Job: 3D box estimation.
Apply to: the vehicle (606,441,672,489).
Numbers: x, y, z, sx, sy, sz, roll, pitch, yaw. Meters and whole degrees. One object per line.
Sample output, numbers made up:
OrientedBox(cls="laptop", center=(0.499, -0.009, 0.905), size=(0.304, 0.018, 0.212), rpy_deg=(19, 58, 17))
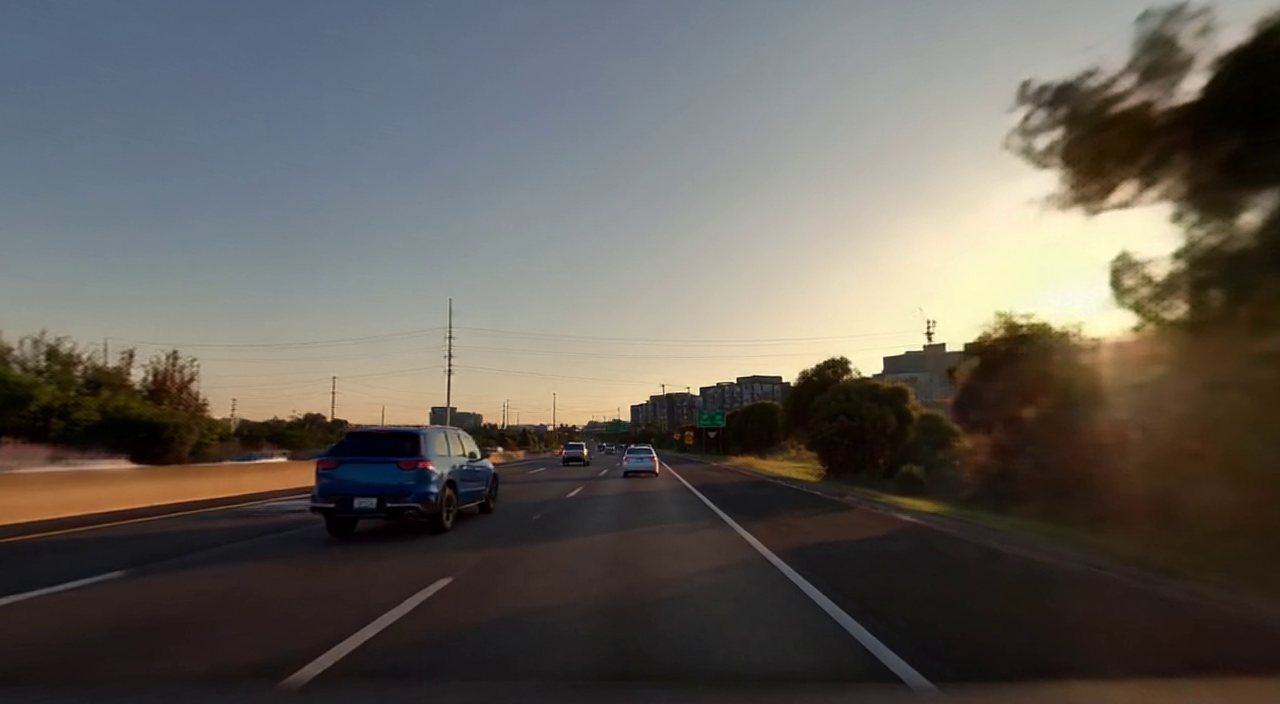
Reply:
OrientedBox(cls="vehicle", center=(-0.031, 3.840, 21.711), size=(2.047, 1.473, 3.978), rpy_deg=(0, -8, 0))

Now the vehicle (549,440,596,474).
OrientedBox(cls="vehicle", center=(-3.614, 5.721, 34.622), size=(1.993, 1.717, 4.321), rpy_deg=(-1, -8, 2))

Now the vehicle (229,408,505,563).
OrientedBox(cls="vehicle", center=(-3.693, 1.899, 9.705), size=(2.133, 1.789, 4.518), rpy_deg=(-1, -8, 1))
